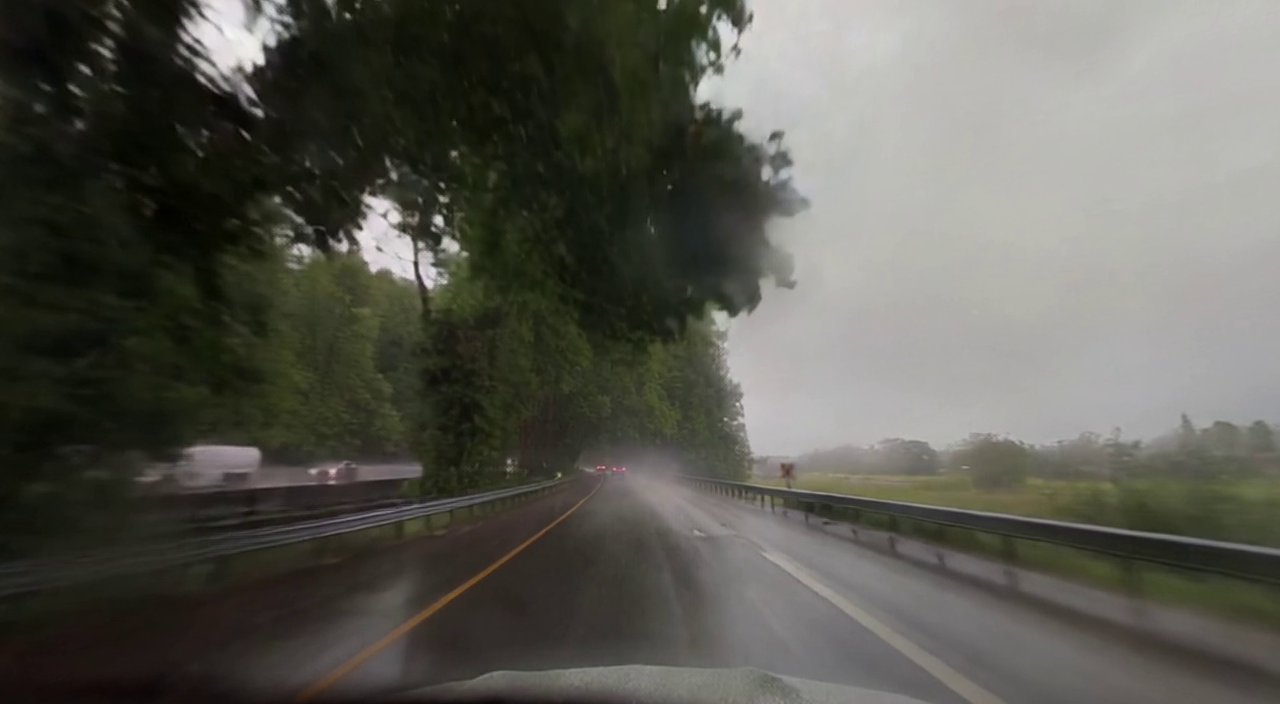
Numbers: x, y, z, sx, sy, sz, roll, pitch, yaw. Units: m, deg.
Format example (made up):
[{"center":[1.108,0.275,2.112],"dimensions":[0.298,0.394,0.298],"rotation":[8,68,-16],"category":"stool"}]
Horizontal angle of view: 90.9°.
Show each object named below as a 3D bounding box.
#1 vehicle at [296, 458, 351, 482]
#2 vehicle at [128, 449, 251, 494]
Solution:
[{"center":[-20.788,7.762,41.534],"dimensions":[1.765,1.441,3.613],"rotation":[1,-10,0],"category":"vehicle"},{"center":[-16.426,4.396,23.233],"dimensions":[1.765,1.472,3.659],"rotation":[1,-10,0],"category":"vehicle"}]
